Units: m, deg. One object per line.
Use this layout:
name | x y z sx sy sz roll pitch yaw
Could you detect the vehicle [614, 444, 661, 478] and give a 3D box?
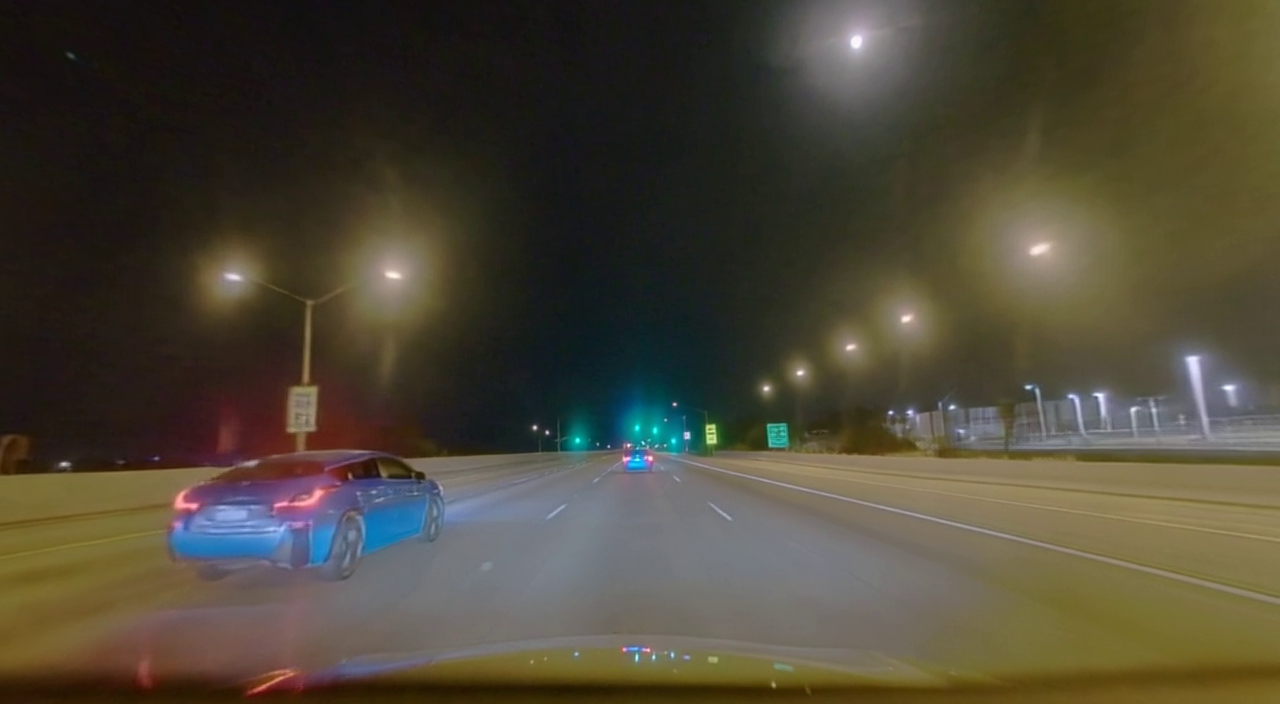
vehicle | -0.124 5.155 29.924 2.055 1.501 4.321 0 -9 -1
